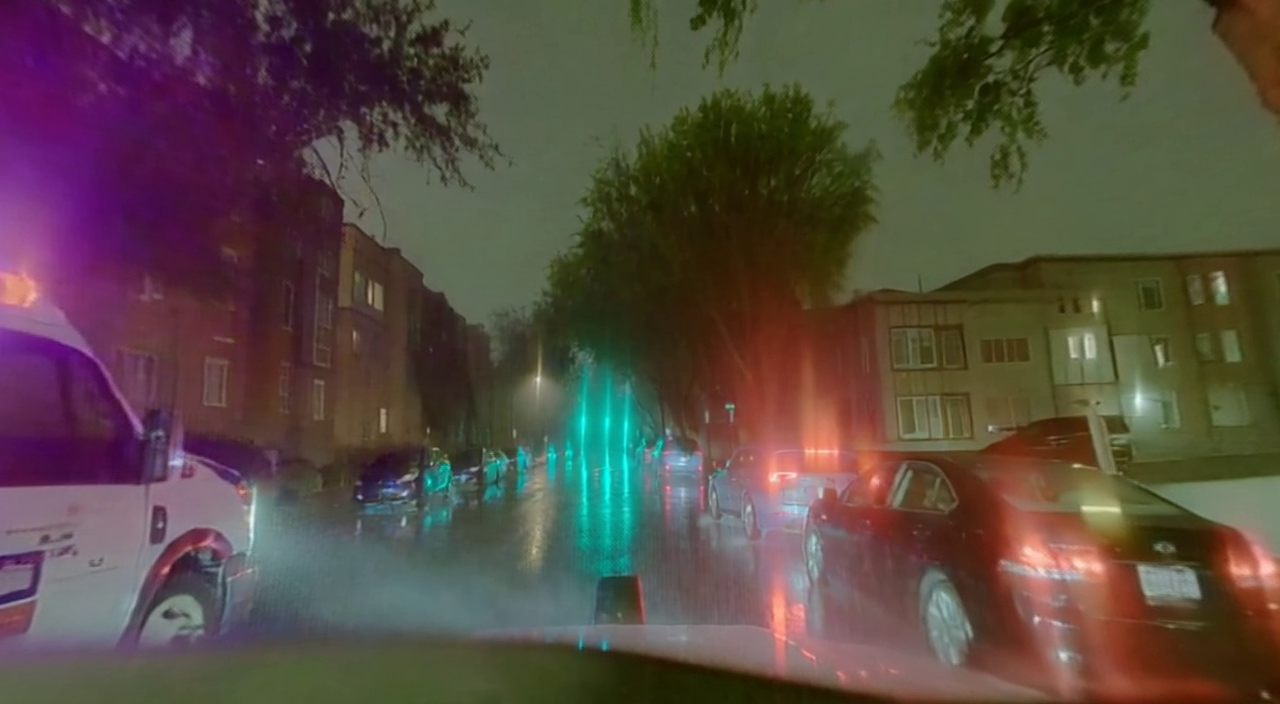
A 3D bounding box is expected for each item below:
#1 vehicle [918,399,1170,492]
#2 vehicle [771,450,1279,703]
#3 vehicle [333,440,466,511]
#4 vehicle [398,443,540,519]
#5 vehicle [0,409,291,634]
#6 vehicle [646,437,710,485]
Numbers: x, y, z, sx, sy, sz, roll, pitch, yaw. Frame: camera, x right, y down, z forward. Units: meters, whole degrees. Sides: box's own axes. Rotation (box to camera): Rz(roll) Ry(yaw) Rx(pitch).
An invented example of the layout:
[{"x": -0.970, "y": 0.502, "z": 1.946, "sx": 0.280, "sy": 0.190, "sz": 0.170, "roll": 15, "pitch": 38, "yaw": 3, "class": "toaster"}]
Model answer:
[{"x": 9.216, "y": 2.198, "z": 14.724, "sx": 4.416, "sy": 1.784, "sz": 1.929, "roll": -3, "pitch": -10, "yaw": -2, "class": "vehicle"}, {"x": 2.349, "y": 1.390, "z": 4.481, "sx": 1.720, "sy": 1.333, "sz": 4.233, "roll": 0, "pitch": -8, "yaw": -3, "class": "vehicle"}, {"x": -7.127, "y": 3.671, "z": 19.464, "sx": 2.215, "sy": 1.841, "sz": 5.172, "roll": 0, "pitch": -8, "yaw": -2, "class": "vehicle"}, {"x": -3.781, "y": 2.909, "z": 14.880, "sx": 1.966, "sy": 1.515, "sz": 4.394, "roll": 0, "pitch": -8, "yaw": 2, "class": "vehicle"}, {"x": -6.647, "y": 1.763, "z": 7.134, "sx": 2.308, "sy": 1.877, "sz": 6.060, "roll": -4, "pitch": -8, "yaw": -3, "class": "vehicle"}, {"x": 1.346, "y": 4.079, "z": 23.952, "sx": 1.878, "sy": 1.664, "sz": 4.033, "roll": 1, "pitch": -8, "yaw": -4, "class": "vehicle"}]
